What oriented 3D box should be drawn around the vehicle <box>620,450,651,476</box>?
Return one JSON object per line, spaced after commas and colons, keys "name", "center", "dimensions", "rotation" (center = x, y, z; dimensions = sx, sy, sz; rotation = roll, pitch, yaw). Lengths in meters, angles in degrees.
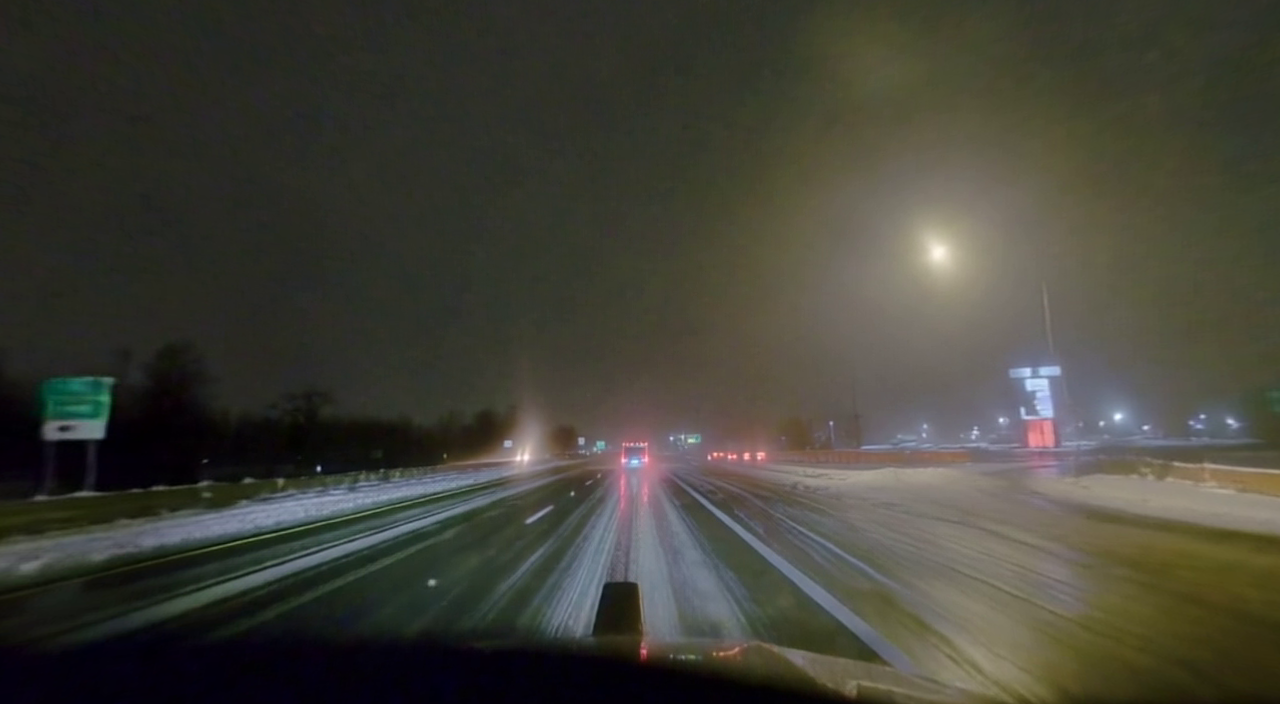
{"name": "vehicle", "center": [-0.233, 6.576, 37.676], "dimensions": [1.695, 1.437, 3.506], "rotation": [0, -9, 2]}
